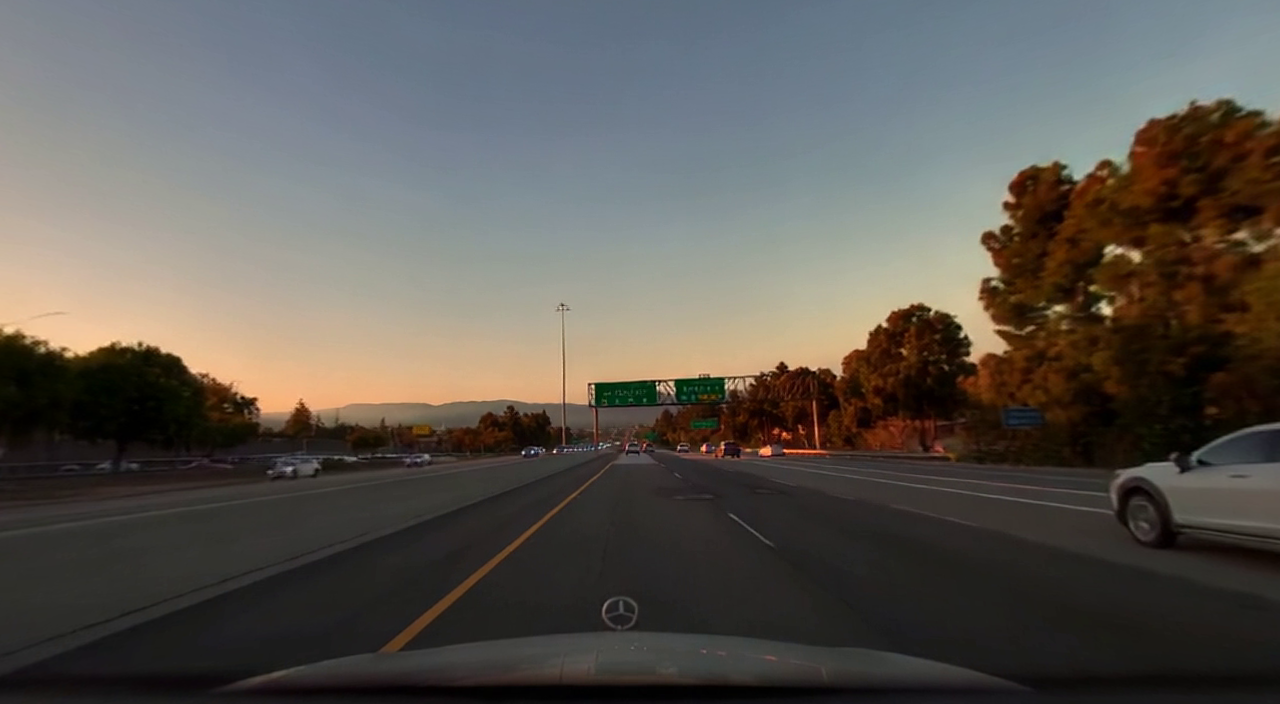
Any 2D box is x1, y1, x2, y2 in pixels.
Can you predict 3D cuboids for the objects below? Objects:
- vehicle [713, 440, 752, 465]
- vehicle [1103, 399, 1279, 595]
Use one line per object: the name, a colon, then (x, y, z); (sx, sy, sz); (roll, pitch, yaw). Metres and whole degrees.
vehicle: (6.490, 7.076, 44.624); (2.030, 1.706, 4.279); (0, -9, -1)
vehicle: (6.533, 1.174, 4.969); (2.052, 1.660, 4.837); (0, -9, -1)
